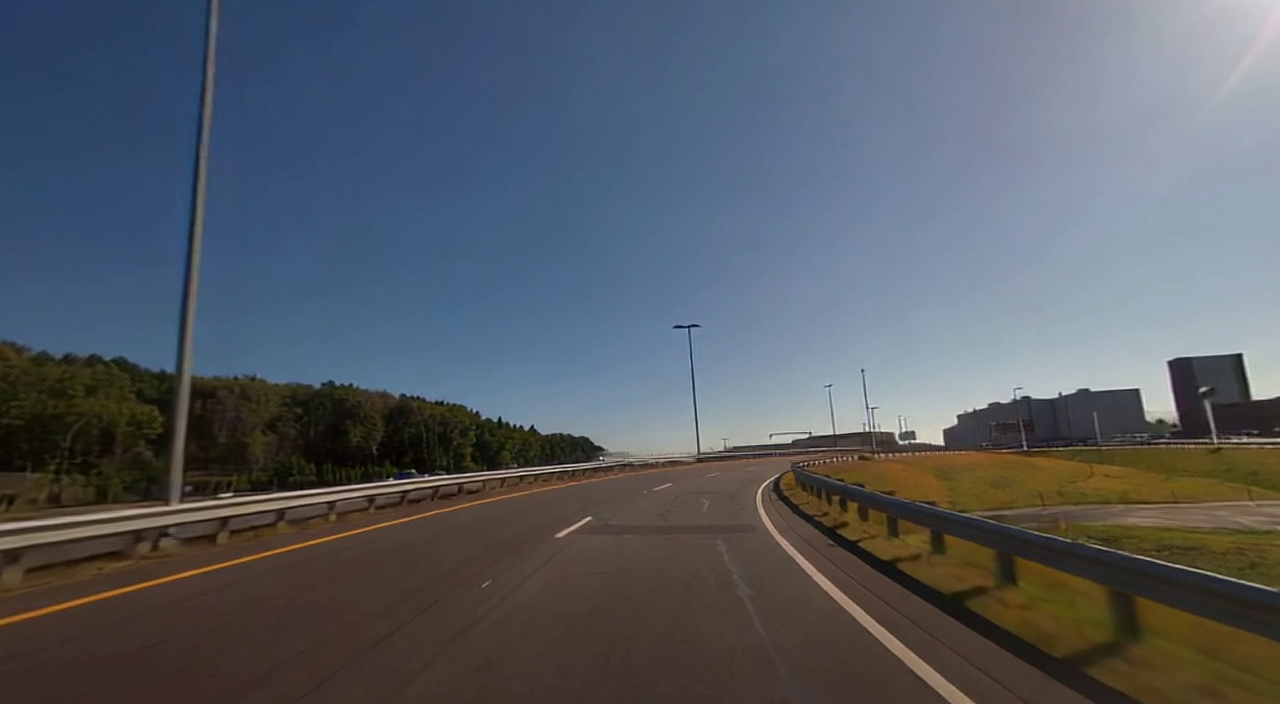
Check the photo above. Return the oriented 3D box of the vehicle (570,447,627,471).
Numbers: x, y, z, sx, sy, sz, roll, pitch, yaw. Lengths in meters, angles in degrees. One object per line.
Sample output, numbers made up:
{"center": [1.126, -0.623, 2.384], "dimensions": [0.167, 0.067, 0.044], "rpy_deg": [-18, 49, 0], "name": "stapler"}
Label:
{"center": [-2.821, 7.482, 43.877], "dimensions": [1.977, 1.579, 4.410], "rpy_deg": [-5, -10, 26], "name": "vehicle"}
